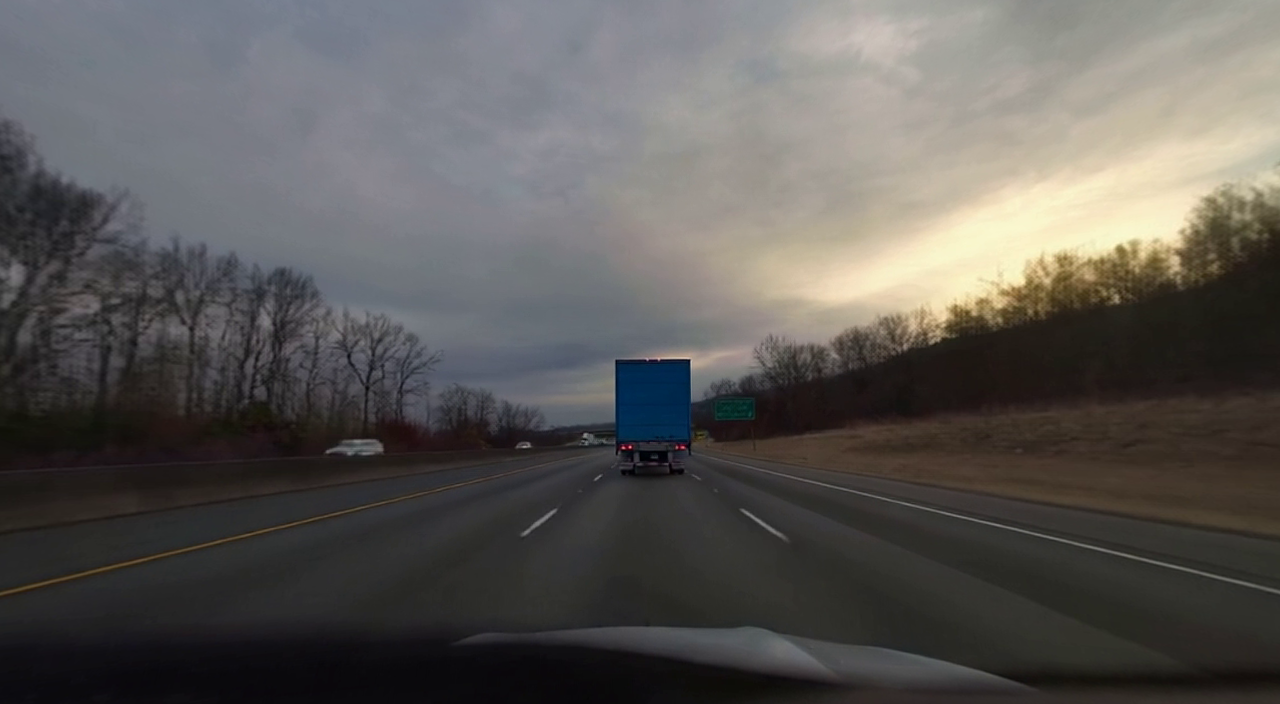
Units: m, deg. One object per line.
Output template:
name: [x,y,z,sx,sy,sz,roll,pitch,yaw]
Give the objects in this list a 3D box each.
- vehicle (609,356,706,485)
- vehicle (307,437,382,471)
vehicle: [0.537,2.889,24.974,3.010,4.039,10.481,0,-8,0]
vehicle: [-16.762,5.811,35.874,2.003,1.791,4.571,0,-8,1]
